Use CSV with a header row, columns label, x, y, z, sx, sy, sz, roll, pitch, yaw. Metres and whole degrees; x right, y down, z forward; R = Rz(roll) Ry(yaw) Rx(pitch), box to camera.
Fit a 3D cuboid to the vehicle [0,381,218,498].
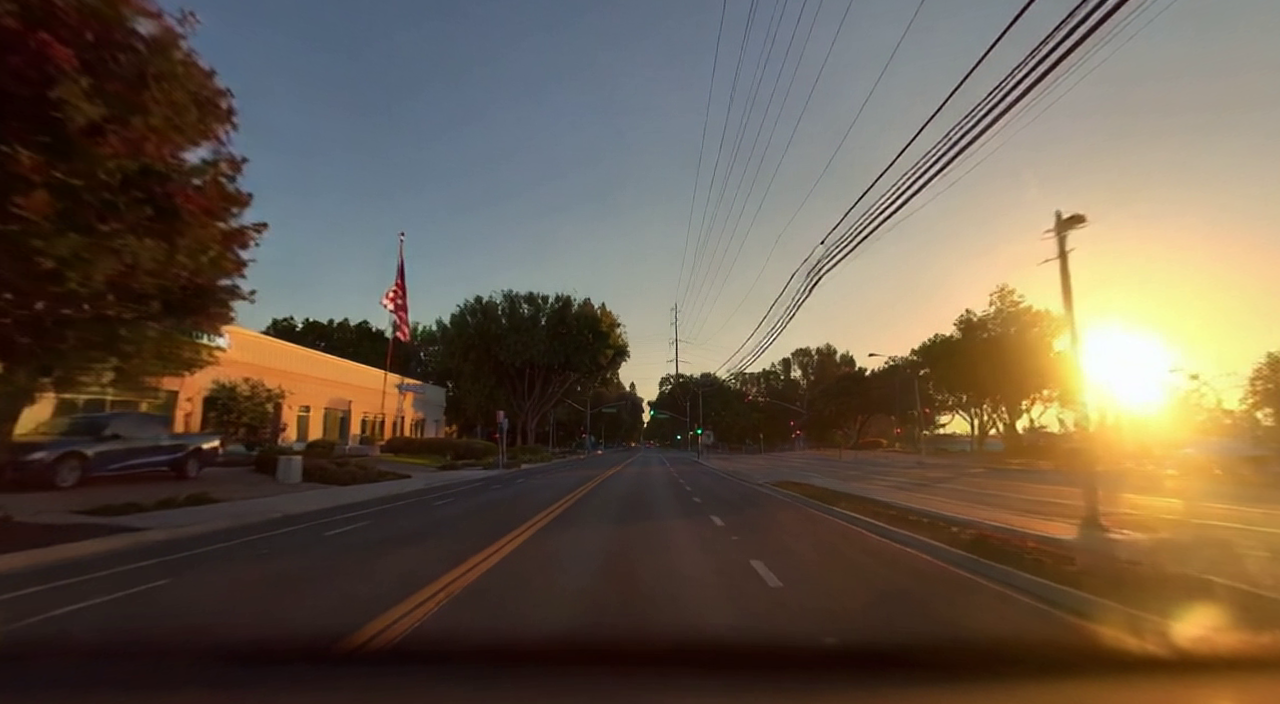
label,x,y,z,sx,sy,sz,roll,pitch,yaw
vehicle,-13.171,2.103,15.127,2.476,2.256,5.686,1,-8,-5
